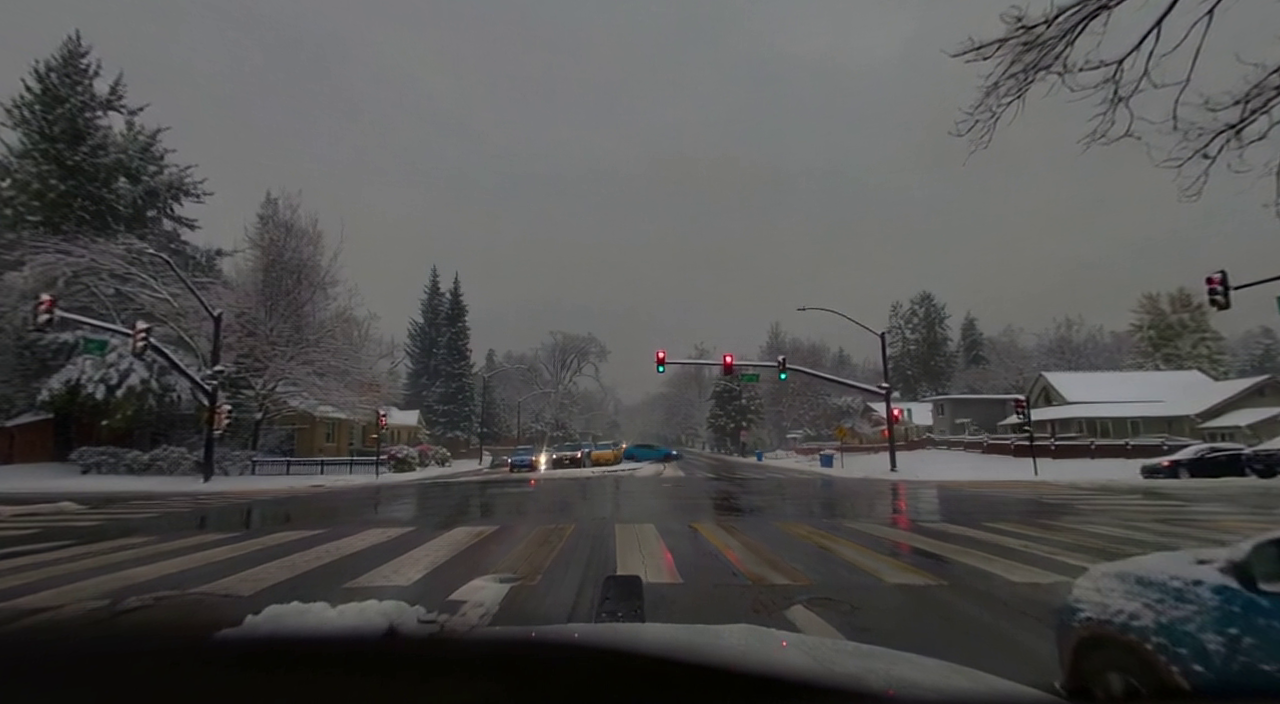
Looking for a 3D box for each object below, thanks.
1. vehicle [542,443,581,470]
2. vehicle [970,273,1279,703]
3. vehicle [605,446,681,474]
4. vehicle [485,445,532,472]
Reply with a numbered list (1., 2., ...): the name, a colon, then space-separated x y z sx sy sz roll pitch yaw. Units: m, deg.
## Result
1. vehicle: -5.326 7.130 43.226 2.091 1.707 4.157 0 -9 1
2. vehicle: 2.715 0.554 0.661 2.085 1.800 4.908 0 -9 0
3. vehicle: 0.129 6.109 36.034 2.046 1.491 4.118 8 -12 -42
4. vehicle: -8.732 7.105 42.500 2.028 1.654 5.027 0 -9 0
